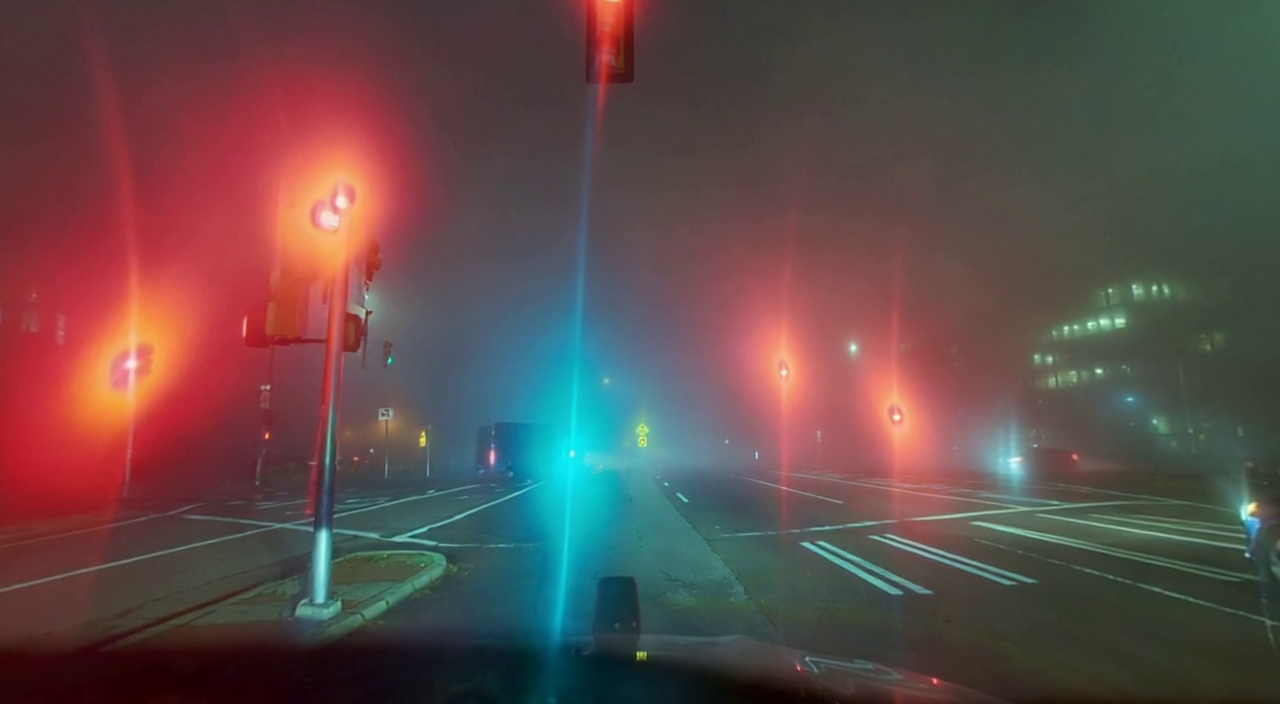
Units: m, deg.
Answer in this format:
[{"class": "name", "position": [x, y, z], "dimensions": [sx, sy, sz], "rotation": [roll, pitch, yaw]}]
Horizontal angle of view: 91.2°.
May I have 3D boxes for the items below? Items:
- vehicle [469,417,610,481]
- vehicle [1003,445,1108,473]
[{"class": "vehicle", "position": [-5.270, 5.190, 33.822], "dimensions": [7.088, 3.096, 2.678], "rotation": [7, -11, -39]}, {"class": "vehicle", "position": [24.305, 6.280, 36.755], "dimensions": [4.736, 1.542, 1.966], "rotation": [0, -9, -2]}]
